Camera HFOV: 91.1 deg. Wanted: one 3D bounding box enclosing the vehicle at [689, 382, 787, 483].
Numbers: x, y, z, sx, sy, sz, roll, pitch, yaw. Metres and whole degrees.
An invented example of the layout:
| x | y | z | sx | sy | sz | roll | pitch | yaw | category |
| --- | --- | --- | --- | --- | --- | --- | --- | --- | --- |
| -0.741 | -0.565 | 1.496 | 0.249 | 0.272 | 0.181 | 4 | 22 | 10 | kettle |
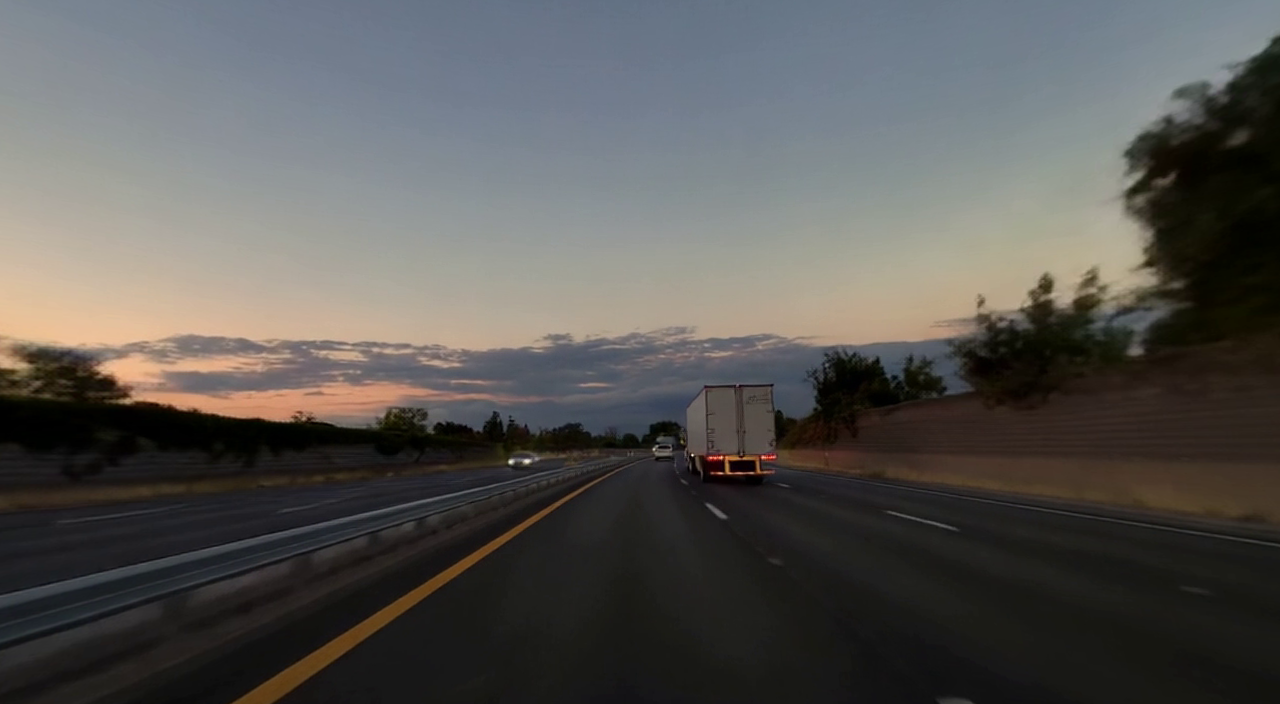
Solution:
| x | y | z | sx | sy | sz | roll | pitch | yaw | category |
| --- | --- | --- | --- | --- | --- | --- | --- | --- | --- |
| 4.366 | 4.162 | 31.402 | 2.965 | 4.028 | 12.529 | 0 | -9 | 0 | vehicle |
